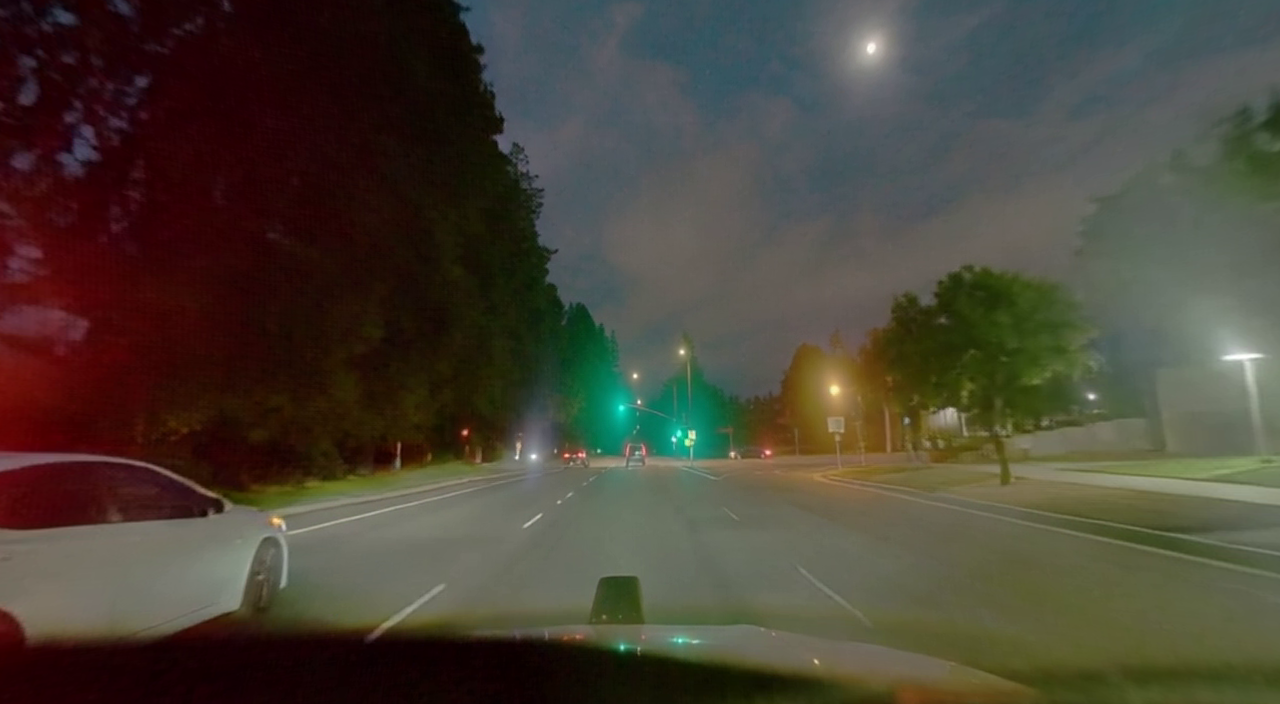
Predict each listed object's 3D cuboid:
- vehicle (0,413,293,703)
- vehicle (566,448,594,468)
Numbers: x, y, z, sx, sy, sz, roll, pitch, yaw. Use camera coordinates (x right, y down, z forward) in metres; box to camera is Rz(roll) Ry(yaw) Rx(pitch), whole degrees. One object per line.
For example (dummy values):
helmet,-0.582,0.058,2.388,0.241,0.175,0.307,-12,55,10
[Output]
vehicle,-3.779,1.011,2.791,1.968,1.459,4.433,0,-8,0
vehicle,-4.527,8.024,47.860,1.674,1.408,4.141,0,-8,1
